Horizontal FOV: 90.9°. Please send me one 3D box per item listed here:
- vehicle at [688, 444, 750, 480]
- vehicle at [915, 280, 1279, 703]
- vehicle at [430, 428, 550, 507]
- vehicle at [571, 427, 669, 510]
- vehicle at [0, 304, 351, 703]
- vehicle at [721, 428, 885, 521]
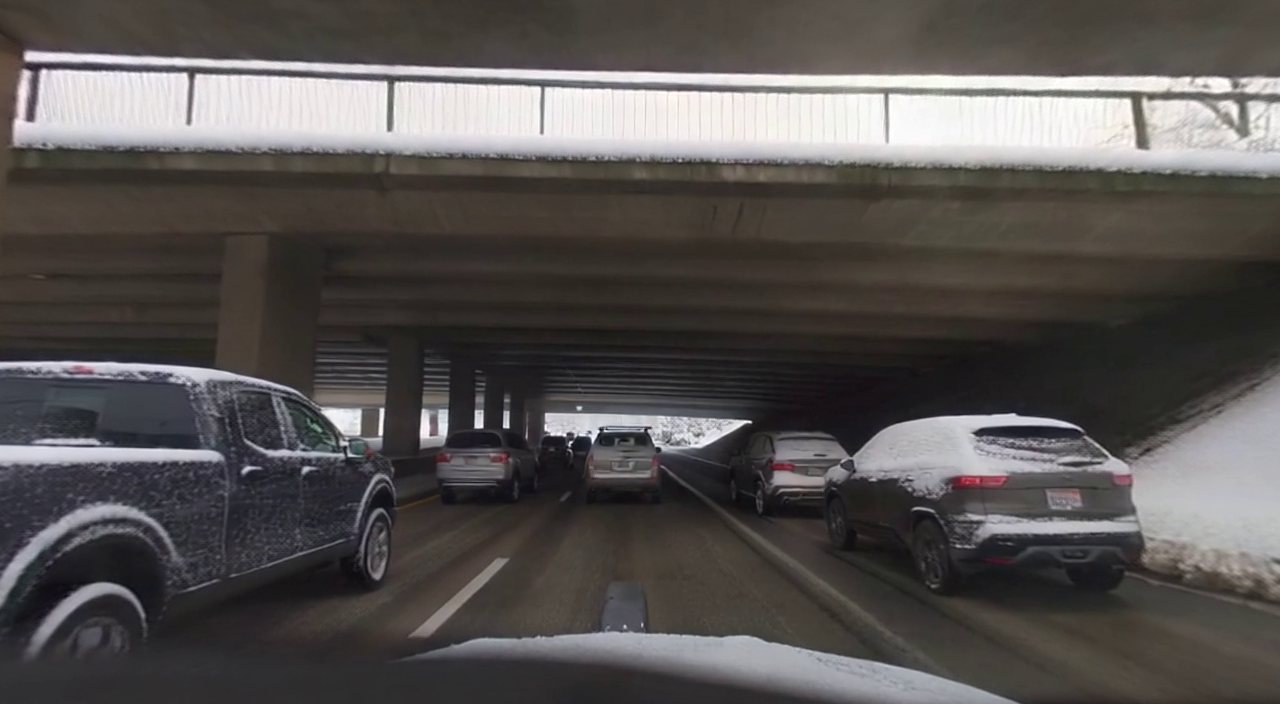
[{"bbox_3d":[3.382,4.774,27.650,2.026,1.457,3.969,0,-8,-3],"label":"vehicle"},{"bbox_3d":[3.710,0.836,3.289,2.401,1.968,4.841,0,-8,1],"label":"vehicle"},{"bbox_3d":[-3.616,2.859,16.046,2.127,1.720,4.064,0,-8,-2],"label":"vehicle"},{"bbox_3d":[-0.481,2.773,15.443,2.097,1.748,3.794,0,-8,-1],"label":"vehicle"},{"bbox_3d":[-3.461,0.808,2.887,2.074,1.814,4.596,0,-8,0],"label":"vehicle"},{"bbox_3d":[3.412,2.693,14.550,2.234,1.720,5.378,0,-8,-1],"label":"vehicle"}]
